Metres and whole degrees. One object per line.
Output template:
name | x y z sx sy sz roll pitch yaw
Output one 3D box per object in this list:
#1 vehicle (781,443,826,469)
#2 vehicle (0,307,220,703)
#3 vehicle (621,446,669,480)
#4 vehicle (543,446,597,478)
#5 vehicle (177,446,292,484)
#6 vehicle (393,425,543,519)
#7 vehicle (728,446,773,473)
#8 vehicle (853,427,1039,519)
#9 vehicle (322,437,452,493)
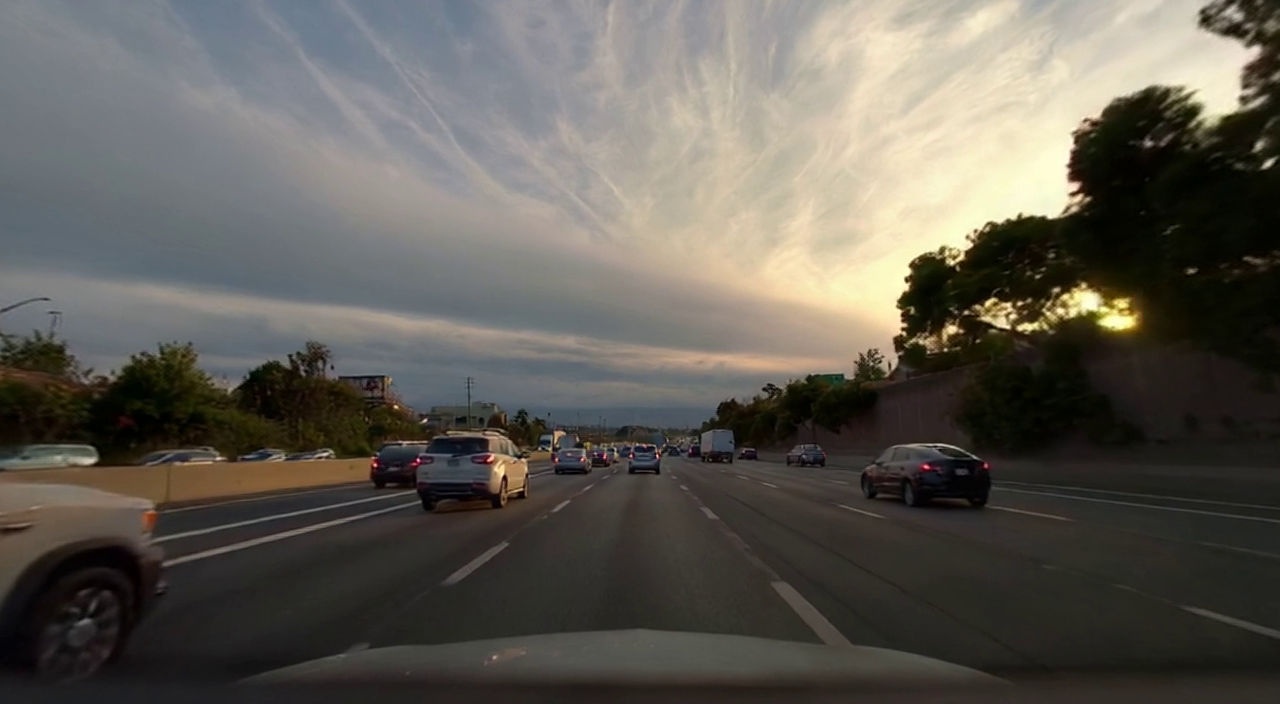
vehicle | 11.233 7.204 43.604 1.988 1.676 4.262 0 -9 1
vehicle | -3.472 0.555 1.022 2.234 1.809 4.768 0 -9 0
vehicle | 0.232 5.009 28.660 2.053 1.461 3.941 0 -9 1
vehicle | -3.329 5.330 30.708 2.025 1.449 4.190 0 -9 1
vehicle | -17.949 4.987 28.161 1.728 1.537 4.734 -1 -9 4
vehicle | -3.555 2.586 14.030 2.012 1.734 4.510 0 -9 1
vehicle | 6.446 6.295 37.128 1.895 1.488 4.254 0 -9 0
vehicle | 6.614 2.659 14.302 1.992 1.745 4.329 0 -9 0
vehicle | -8.914 4.039 22.911 2.322 1.743 5.624 0 -9 1
